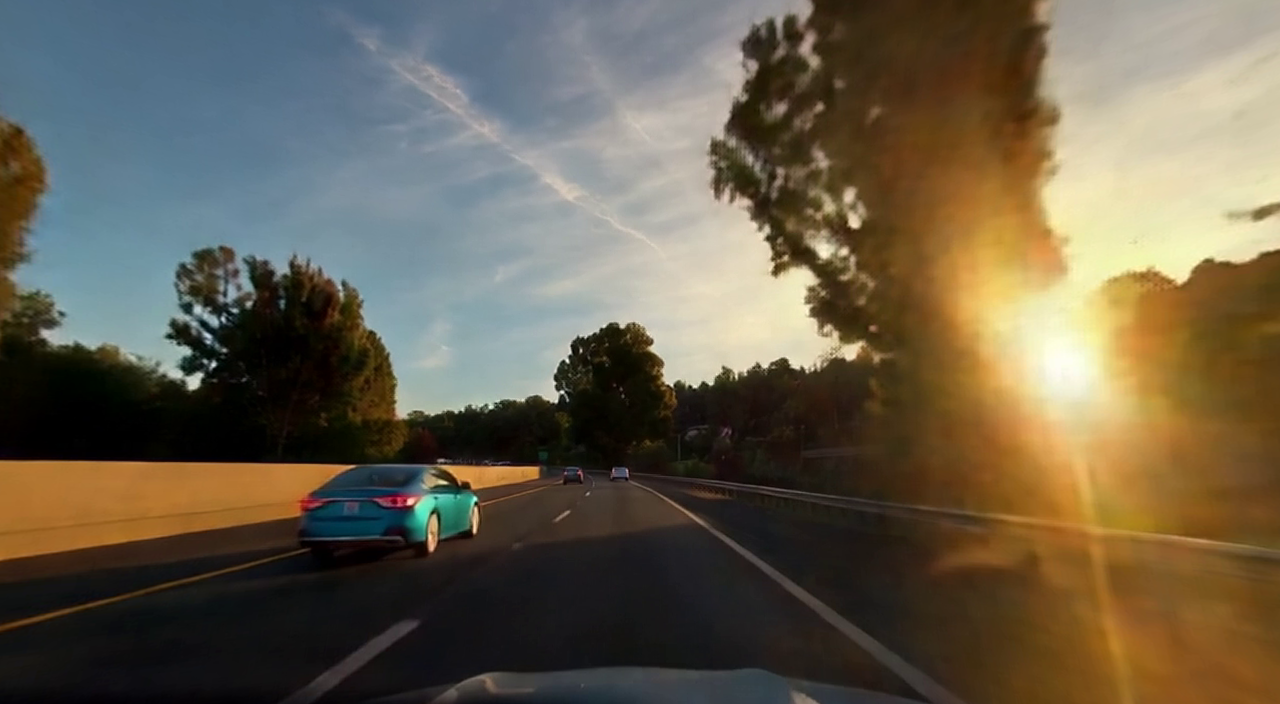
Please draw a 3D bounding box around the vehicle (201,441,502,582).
[{"bbox_3d":[-3.848,2.299,9.785,2.328,1.559,5.041,1,-11,-1],"label":"vehicle"}]
